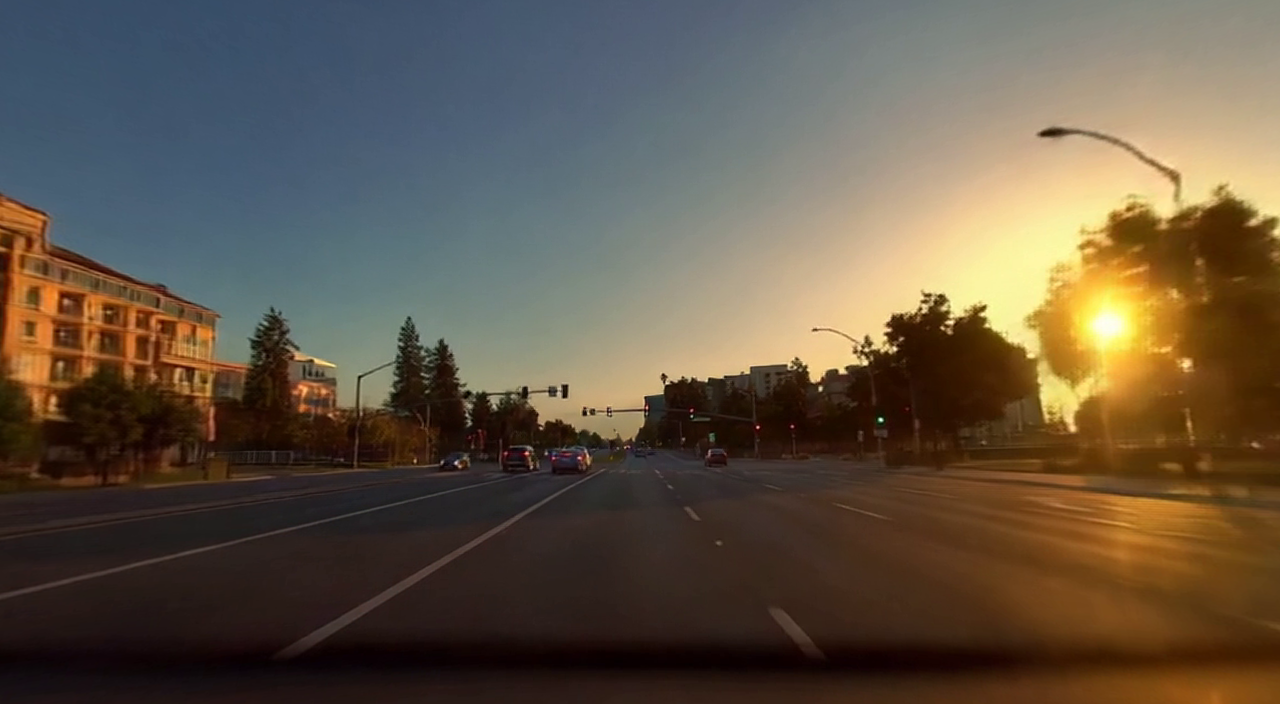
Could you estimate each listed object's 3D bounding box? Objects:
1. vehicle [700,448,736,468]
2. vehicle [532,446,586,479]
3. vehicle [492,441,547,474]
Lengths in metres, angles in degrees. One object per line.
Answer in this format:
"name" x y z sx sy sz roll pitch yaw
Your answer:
"vehicle" 6.094 8.329 49.900 2.187 1.475 4.529 0 -9 -2
"vehicle" -3.815 5.284 30.500 2.018 1.463 4.603 0 -9 0
"vehicle" -7.276 6.429 38.769 2.185 1.810 5.589 0 -8 1
